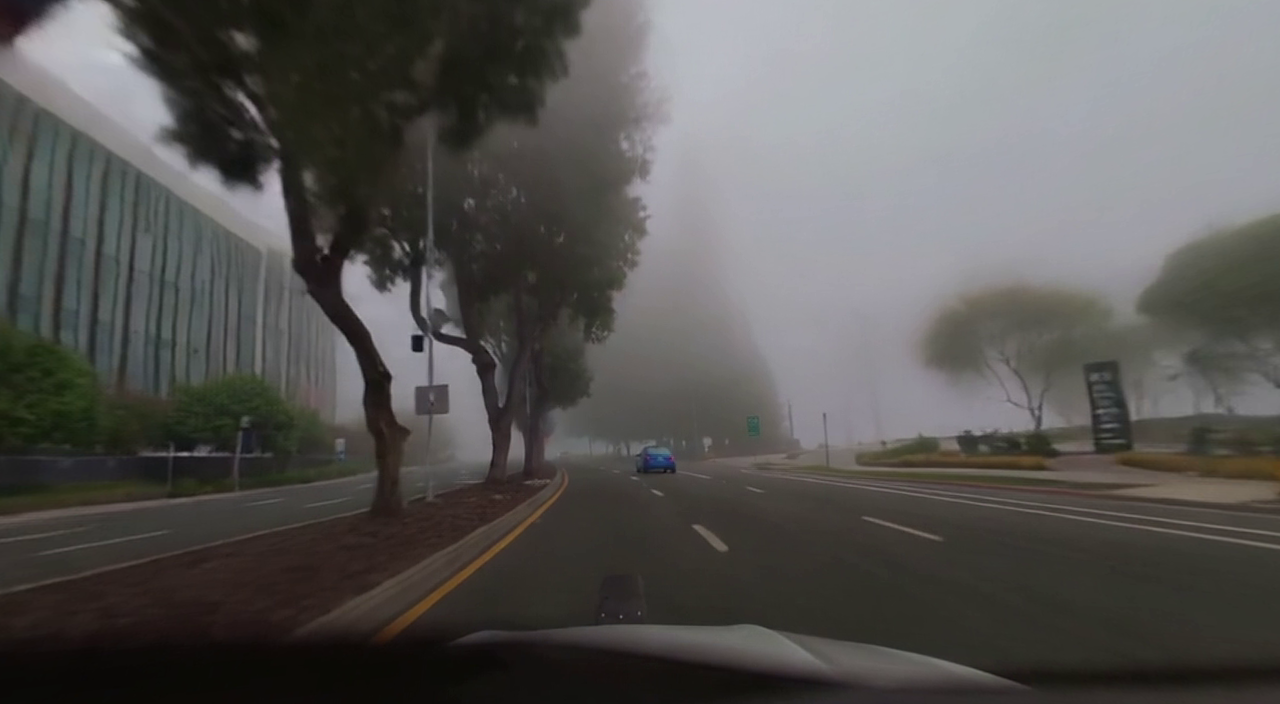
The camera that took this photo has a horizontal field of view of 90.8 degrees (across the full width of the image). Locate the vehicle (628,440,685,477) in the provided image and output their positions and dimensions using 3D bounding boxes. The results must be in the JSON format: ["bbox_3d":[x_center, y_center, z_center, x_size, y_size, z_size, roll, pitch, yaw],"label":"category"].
[{"bbox_3d":[0.724,5.181,30.942,2.165,1.633,4.381,1,-9,-7],"label":"vehicle"}]
